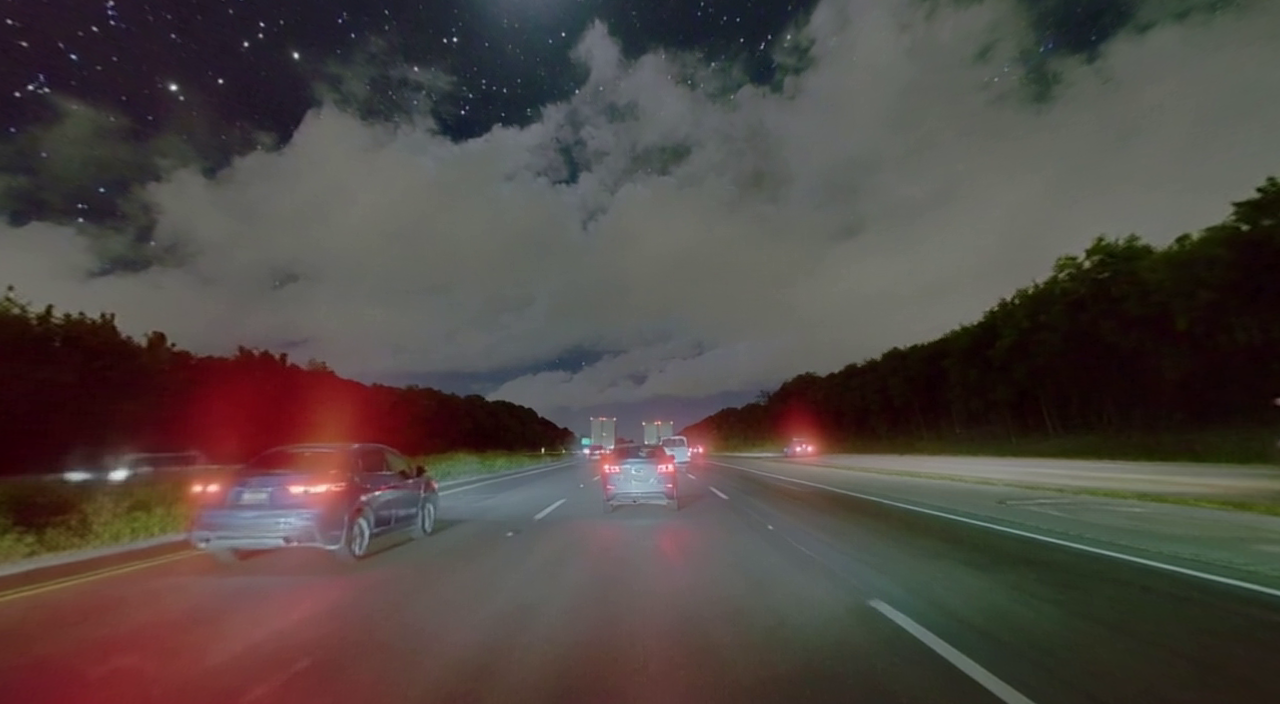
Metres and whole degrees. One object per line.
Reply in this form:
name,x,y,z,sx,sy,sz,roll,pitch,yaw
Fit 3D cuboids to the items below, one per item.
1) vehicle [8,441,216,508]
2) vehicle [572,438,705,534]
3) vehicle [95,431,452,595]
vehicle,-15.007,3.478,18.362,1.998,1.685,4.606,0,-9,1
vehicle,-0.037,2.390,11.785,2.057,1.449,3.931,0,-9,0
vehicle,-4.063,1.841,8.081,1.929,1.509,4.331,0,-9,1
